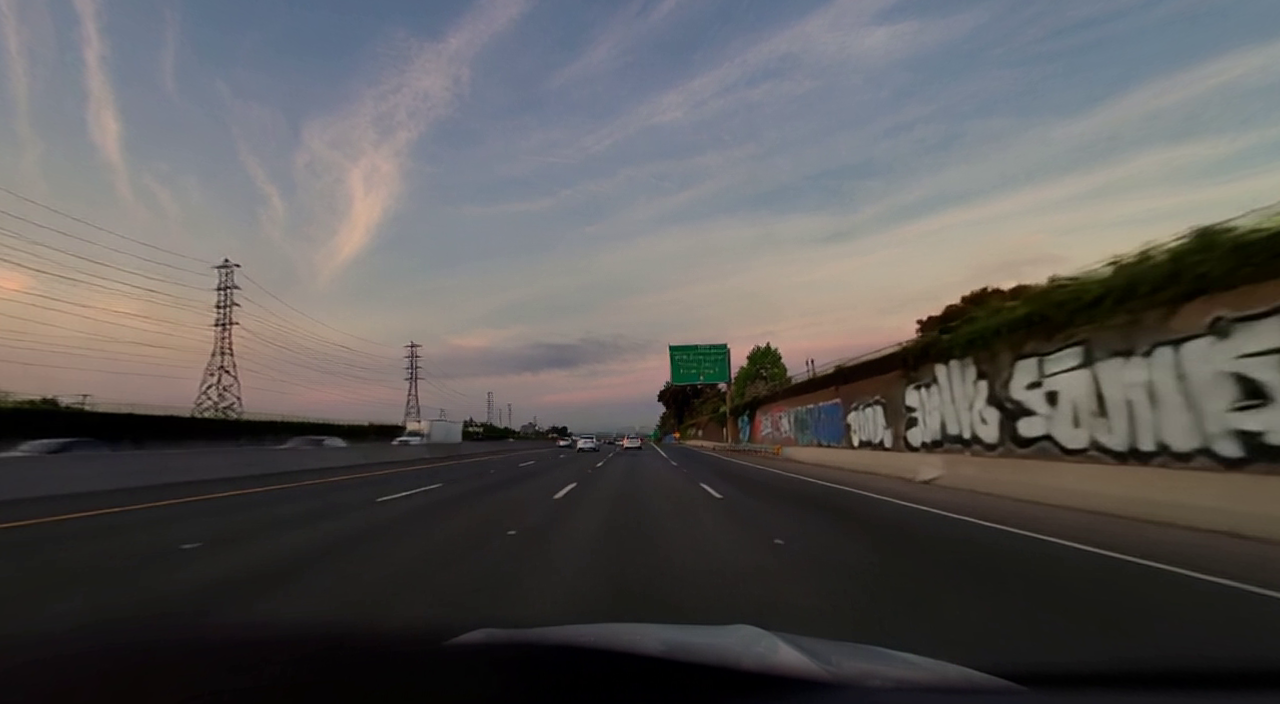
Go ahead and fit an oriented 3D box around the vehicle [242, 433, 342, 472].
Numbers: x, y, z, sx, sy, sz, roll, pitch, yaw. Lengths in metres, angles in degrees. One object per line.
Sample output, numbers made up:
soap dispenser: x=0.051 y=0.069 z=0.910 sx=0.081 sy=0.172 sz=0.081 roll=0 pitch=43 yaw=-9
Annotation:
vehicle: x=-15.479 y=4.456 z=28.345 sx=1.965 sy=1.598 sz=4.475 roll=0 pitch=-8 yaw=0
